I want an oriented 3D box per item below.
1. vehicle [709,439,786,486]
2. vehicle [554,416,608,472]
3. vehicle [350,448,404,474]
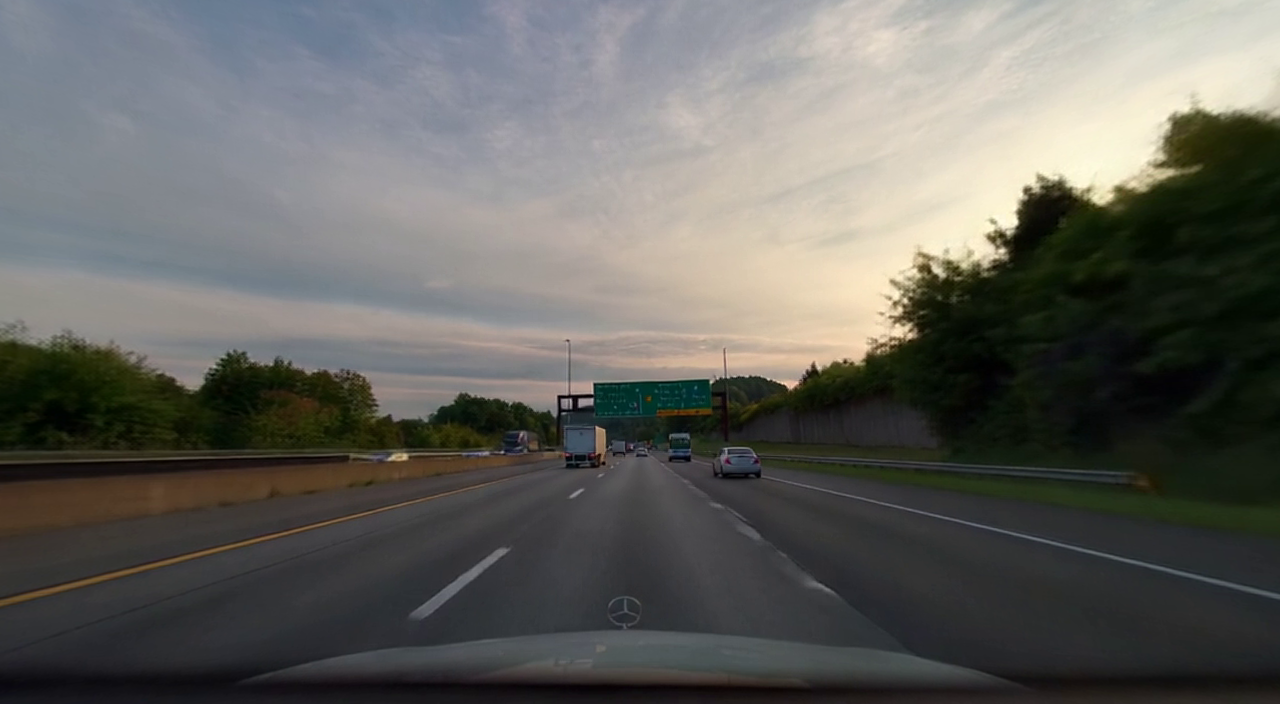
[{"bbox_3d":[3.765,3.962,22.827,1.983,1.545,4.038,0,-9,-1],"label":"vehicle"},{"bbox_3d":[-3.617,5.898,40.222,2.667,3.195,6.731,0,-9,1],"label":"vehicle"},{"bbox_3d":[-19.264,7.983,46.379,1.935,1.800,4.470,0,-9,0],"label":"vehicle"}]
